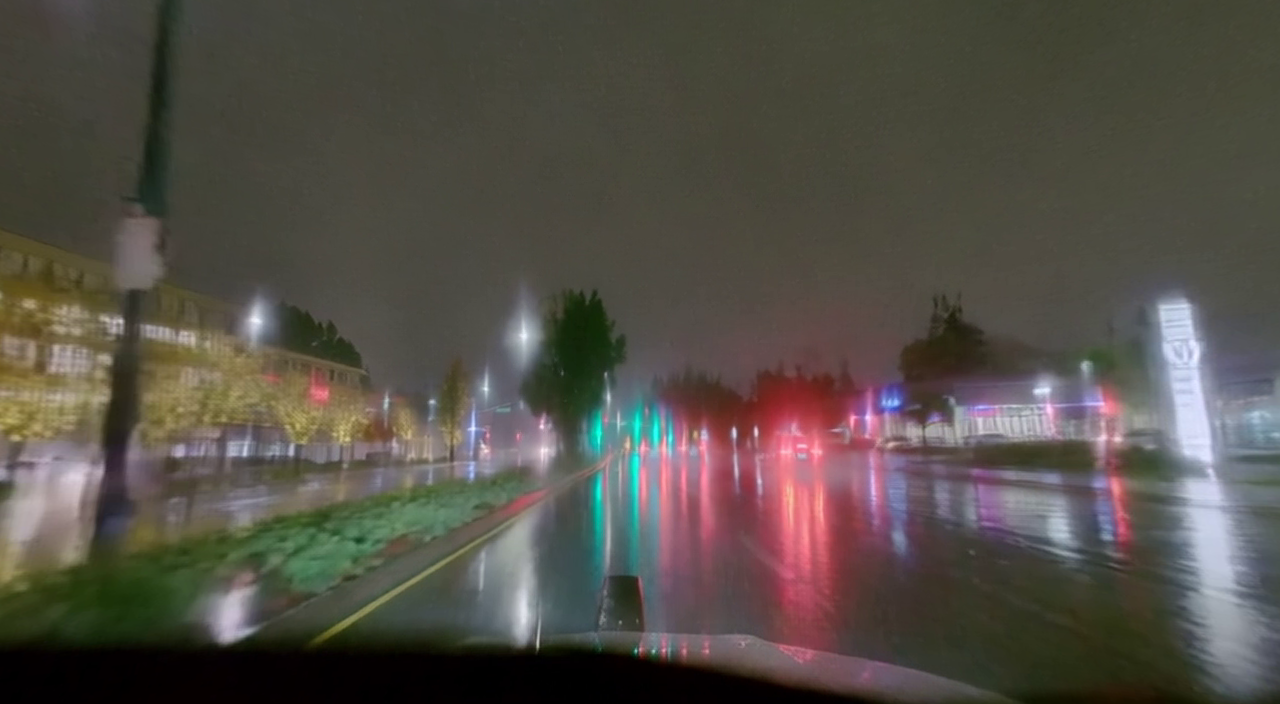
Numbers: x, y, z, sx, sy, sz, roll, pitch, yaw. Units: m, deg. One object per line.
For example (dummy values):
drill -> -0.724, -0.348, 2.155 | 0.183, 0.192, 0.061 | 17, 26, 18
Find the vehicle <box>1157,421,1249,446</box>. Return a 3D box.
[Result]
vehicle -> 38.714, 5.662, 43.629 | 1.915, 1.653, 4.732 | 0, -8, -1

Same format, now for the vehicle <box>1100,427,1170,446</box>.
vehicle -> 39.038, 6.644, 49.979 | 1.853, 1.422, 4.585 | 0, -7, 0

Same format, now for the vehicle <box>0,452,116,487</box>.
vehicle -> -30.271, 6.052, 32.627 | 4.621, 1.670, 1.895 | 0, -8, -1

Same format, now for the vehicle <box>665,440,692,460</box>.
vehicle -> 2.846, 7.366, 47.486 | 1.685, 1.441, 3.795 | 0, -8, -1

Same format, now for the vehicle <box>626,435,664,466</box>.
vehicle -> 0.266, 5.677, 36.549 | 2.100, 1.683, 4.231 | 0, -8, 0
